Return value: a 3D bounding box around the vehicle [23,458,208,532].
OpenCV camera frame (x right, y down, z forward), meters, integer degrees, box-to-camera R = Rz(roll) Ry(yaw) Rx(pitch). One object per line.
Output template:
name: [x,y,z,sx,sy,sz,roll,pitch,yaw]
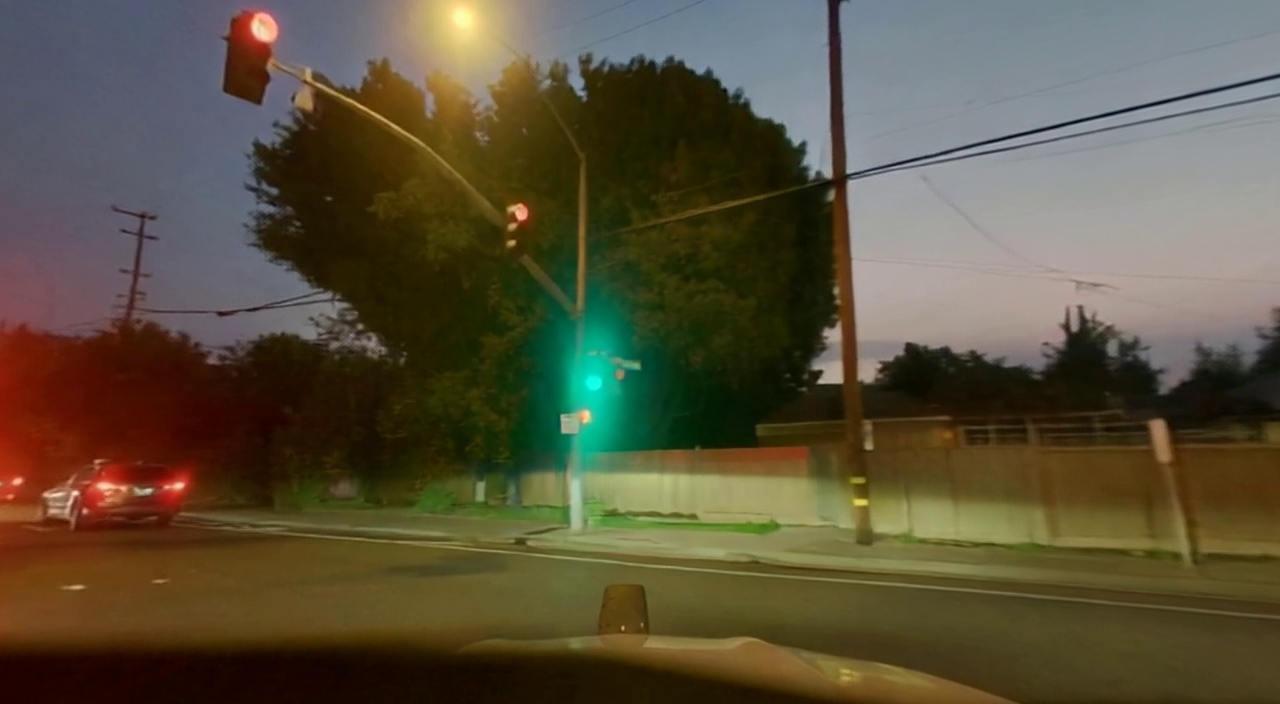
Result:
vehicle: [-12.917,3.391,15.480,4.512,1.506,2.078,-6,-11,32]
